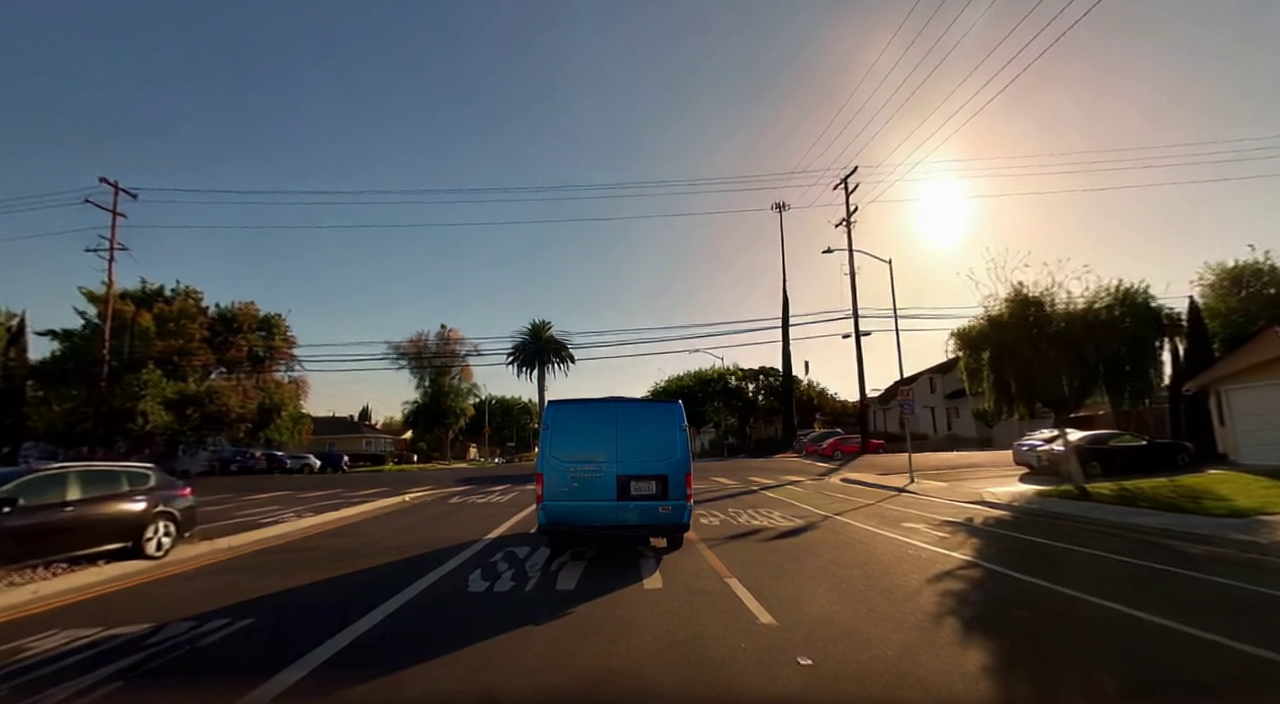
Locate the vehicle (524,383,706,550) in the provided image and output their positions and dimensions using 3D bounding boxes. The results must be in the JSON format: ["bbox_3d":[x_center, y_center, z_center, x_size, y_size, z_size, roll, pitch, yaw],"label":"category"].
[{"bbox_3d":[-0.329,1.840,10.671,2.342,2.142,4.809,0,-9,0],"label":"vehicle"}]

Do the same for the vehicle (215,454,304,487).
[{"bbox_3d":[-18.514,5.767,30.988,1.816,1.445,4.120,0,-9,0],"label":"vehicle"}]

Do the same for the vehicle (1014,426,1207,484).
[{"bbox_3d":[13.144,2.883,17.849,3.916,1.517,1.887,0,-9,-2],"label":"vehicle"}]

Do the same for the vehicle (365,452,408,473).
[{"bbox_3d":[-18.162,7.912,45.384,1.633,1.398,3.729,0,-9,-1],"label":"vehicle"}]

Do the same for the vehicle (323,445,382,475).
[{"bbox_3d":[-18.077,6.786,39.982,1.841,1.769,4.105,0,-9,-1],"label":"vehicle"}]

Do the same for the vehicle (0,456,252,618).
[{"bbox_3d":[-7.159,2.066,7.823,1.962,1.481,4.434,0,-9,-2],"label":"vehicle"}]

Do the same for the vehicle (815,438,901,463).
[{"bbox_3d":[13.076,5.926,38.128,4.483,1.463,1.805,0,-9,-1],"label":"vehicle"}]
